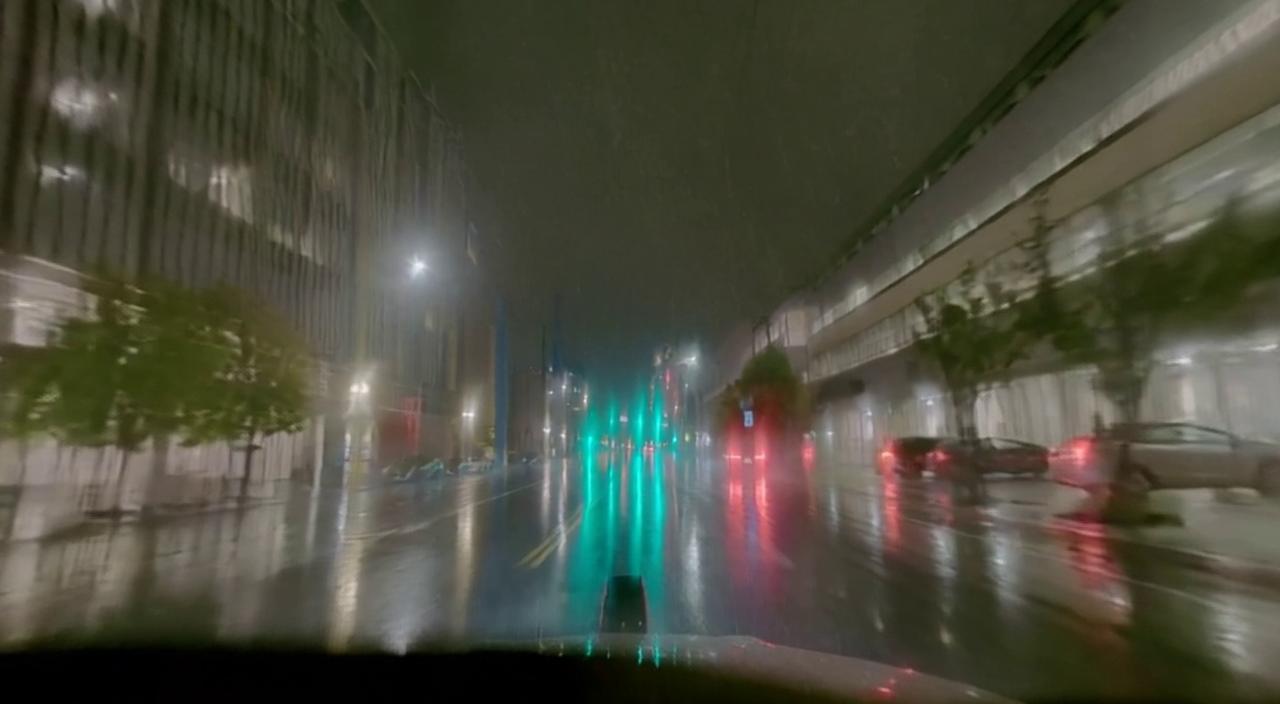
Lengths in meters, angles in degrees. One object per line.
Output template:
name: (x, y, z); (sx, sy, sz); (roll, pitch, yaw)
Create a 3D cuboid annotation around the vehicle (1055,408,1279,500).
vehicle: (13.031, 2.364, 14.670); (5.015, 1.934, 2.150); (-1, -9, 3)

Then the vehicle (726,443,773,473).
vehicle: (6.826, 6.654, 39.630); (2.078, 1.766, 5.474); (0, -9, 1)

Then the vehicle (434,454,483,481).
vehicle: (-11.696, 7.431, 40.639); (1.876, 1.502, 4.506); (-3, -9, -1)

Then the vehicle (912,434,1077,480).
vehicle: (13.059, 3.899, 23.410); (4.833, 1.554, 2.085); (-1, -9, 2)

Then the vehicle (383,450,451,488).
vehicle: (-11.821, 6.204, 33.591); (1.979, 1.759, 4.435); (-4, -9, 1)
